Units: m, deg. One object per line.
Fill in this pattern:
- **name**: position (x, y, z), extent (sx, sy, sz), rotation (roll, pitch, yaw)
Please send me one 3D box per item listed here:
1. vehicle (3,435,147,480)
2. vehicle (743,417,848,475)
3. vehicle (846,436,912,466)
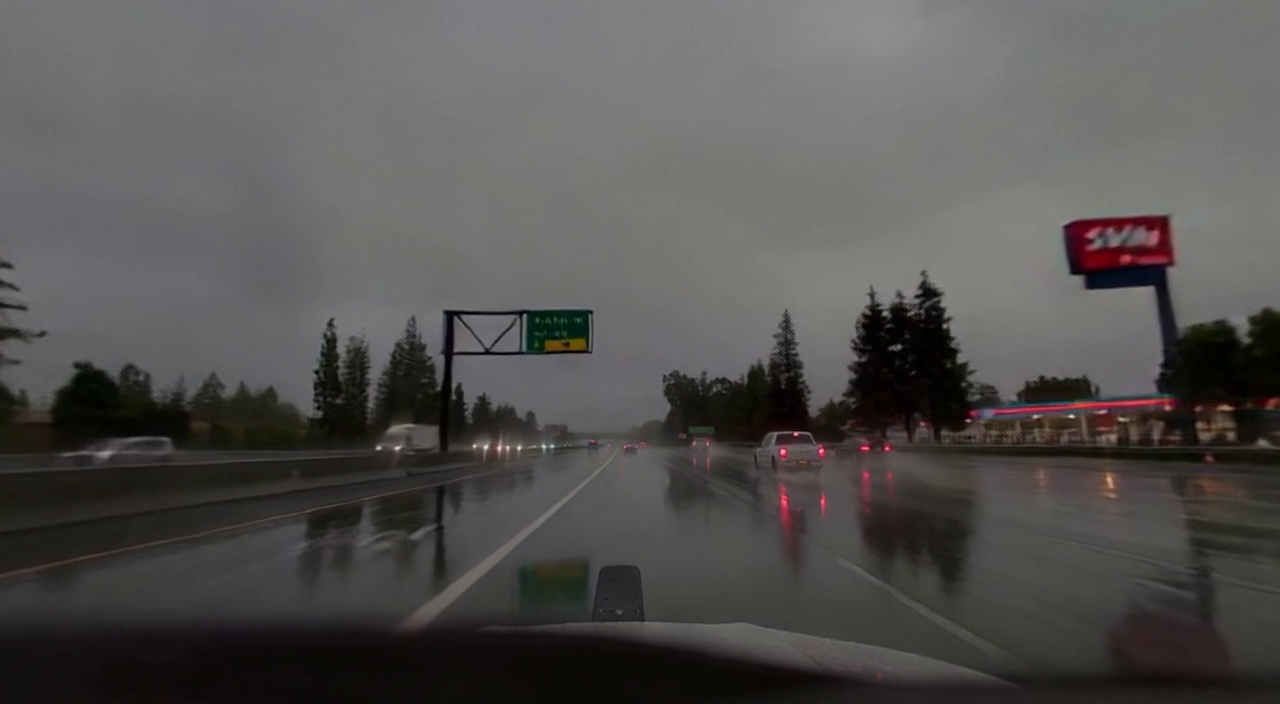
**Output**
- **vehicle**: position (-24.690, 4.623, 27.817), extent (1.979, 1.794, 4.778), rotation (0, -8, -1)
- **vehicle**: position (7.024, 4.445, 29.774), extent (2.779, 2.339, 8.073), rotation (0, -8, -1)
- **vehicle**: position (14.180, 5.892, 37.593), extent (2.072, 1.611, 4.387), rotation (0, -8, -2)
